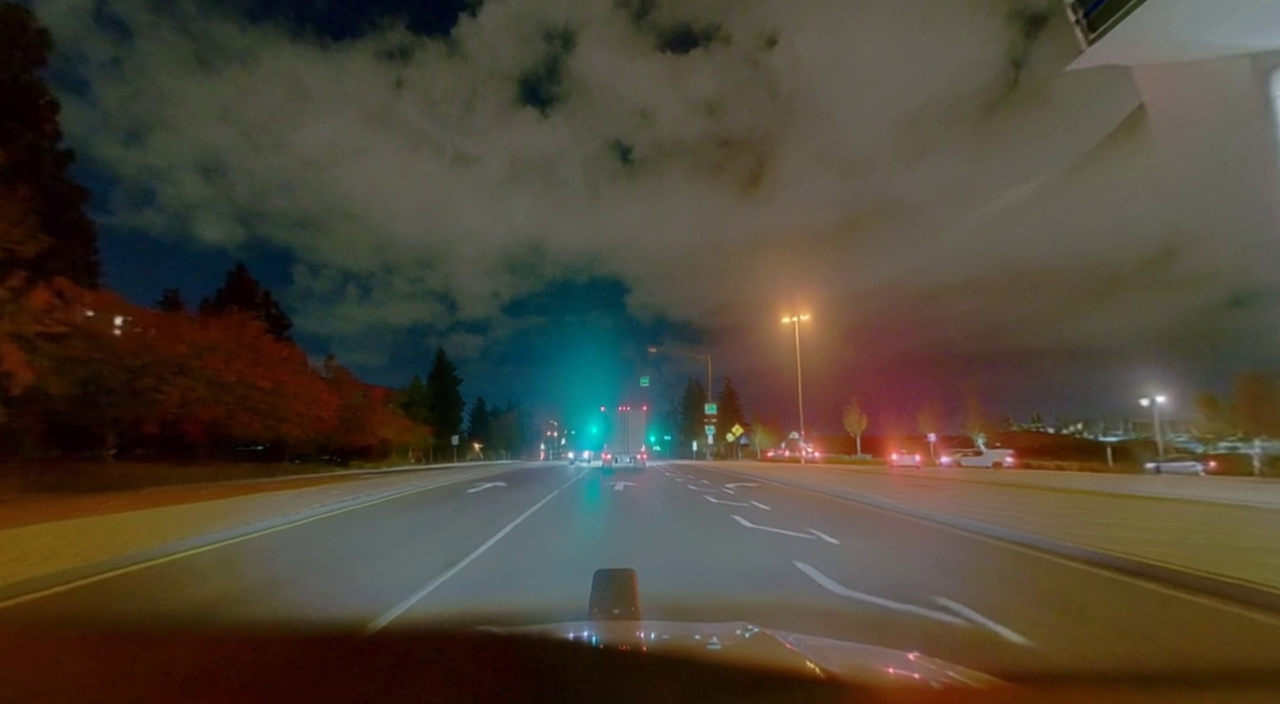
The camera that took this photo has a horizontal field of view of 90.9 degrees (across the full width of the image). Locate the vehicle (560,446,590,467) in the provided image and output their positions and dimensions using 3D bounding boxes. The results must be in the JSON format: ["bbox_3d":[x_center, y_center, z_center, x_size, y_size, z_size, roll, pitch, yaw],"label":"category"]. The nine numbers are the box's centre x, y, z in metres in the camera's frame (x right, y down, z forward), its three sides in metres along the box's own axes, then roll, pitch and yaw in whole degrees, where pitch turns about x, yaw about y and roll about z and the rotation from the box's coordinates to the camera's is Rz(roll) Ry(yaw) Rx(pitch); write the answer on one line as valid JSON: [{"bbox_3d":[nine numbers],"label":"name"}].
[{"bbox_3d":[-4.869,7.904,47.691,1.917,1.462,3.878,0,-8,-1],"label":"vehicle"}]

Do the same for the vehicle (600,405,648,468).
[{"bbox_3d":[-1.046,5.658,42.226,2.876,3.724,9.351,0,-8,-1],"label":"vehicle"}]
